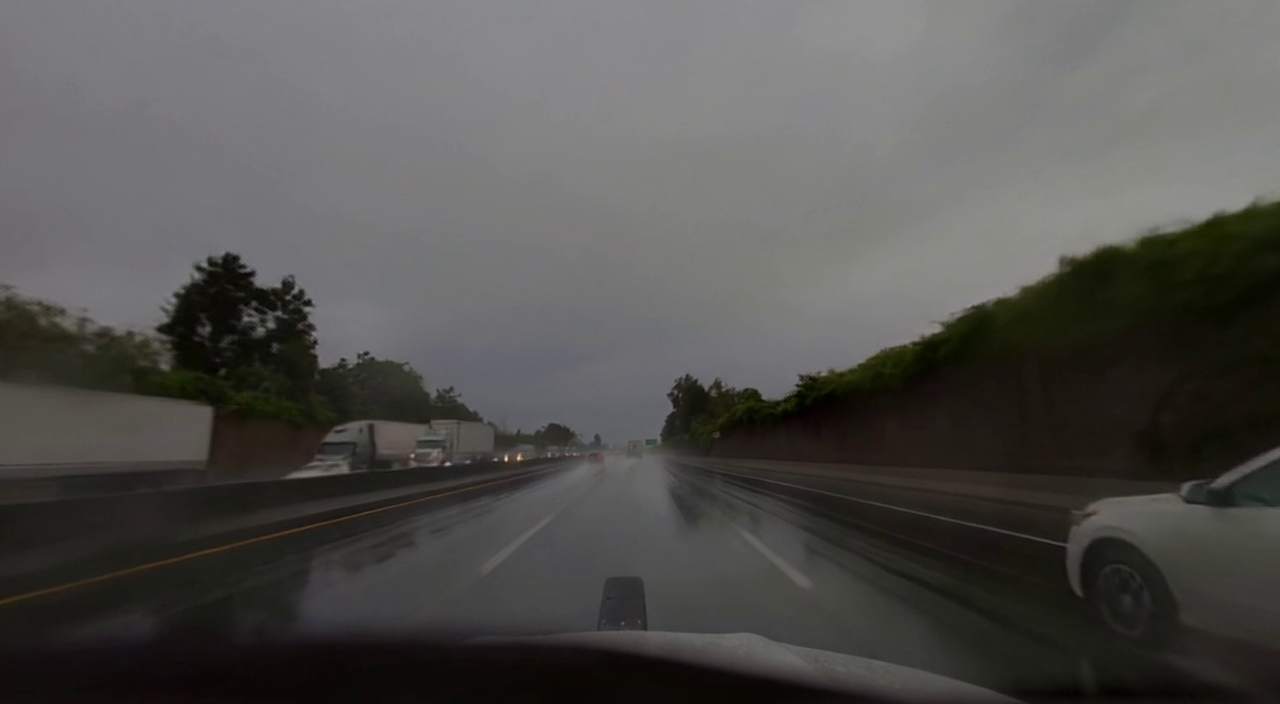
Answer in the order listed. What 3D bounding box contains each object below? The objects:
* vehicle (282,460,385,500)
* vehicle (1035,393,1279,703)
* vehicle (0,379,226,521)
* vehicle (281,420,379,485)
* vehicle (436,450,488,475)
[{"bbox_3d":[-11.841,4.950,24.676,1.930,1.372,3.971,0,-9,2],"label":"vehicle"},{"bbox_3d":[3.844,0.852,2.202,2.053,1.504,4.386,0,-9,0],"label":"vehicle"},{"bbox_3d":[-20.485,3.387,21.704,2.928,4.170,14.022,0,-9,0],"label":"vehicle"},{"bbox_3d":[-19.981,6.527,41.185,3.025,3.867,6.475,0,-9,0],"label":"vehicle"},{"bbox_3d":[-11.271,7.020,40.217,1.910,1.506,4.487,0,-9,1],"label":"vehicle"}]
